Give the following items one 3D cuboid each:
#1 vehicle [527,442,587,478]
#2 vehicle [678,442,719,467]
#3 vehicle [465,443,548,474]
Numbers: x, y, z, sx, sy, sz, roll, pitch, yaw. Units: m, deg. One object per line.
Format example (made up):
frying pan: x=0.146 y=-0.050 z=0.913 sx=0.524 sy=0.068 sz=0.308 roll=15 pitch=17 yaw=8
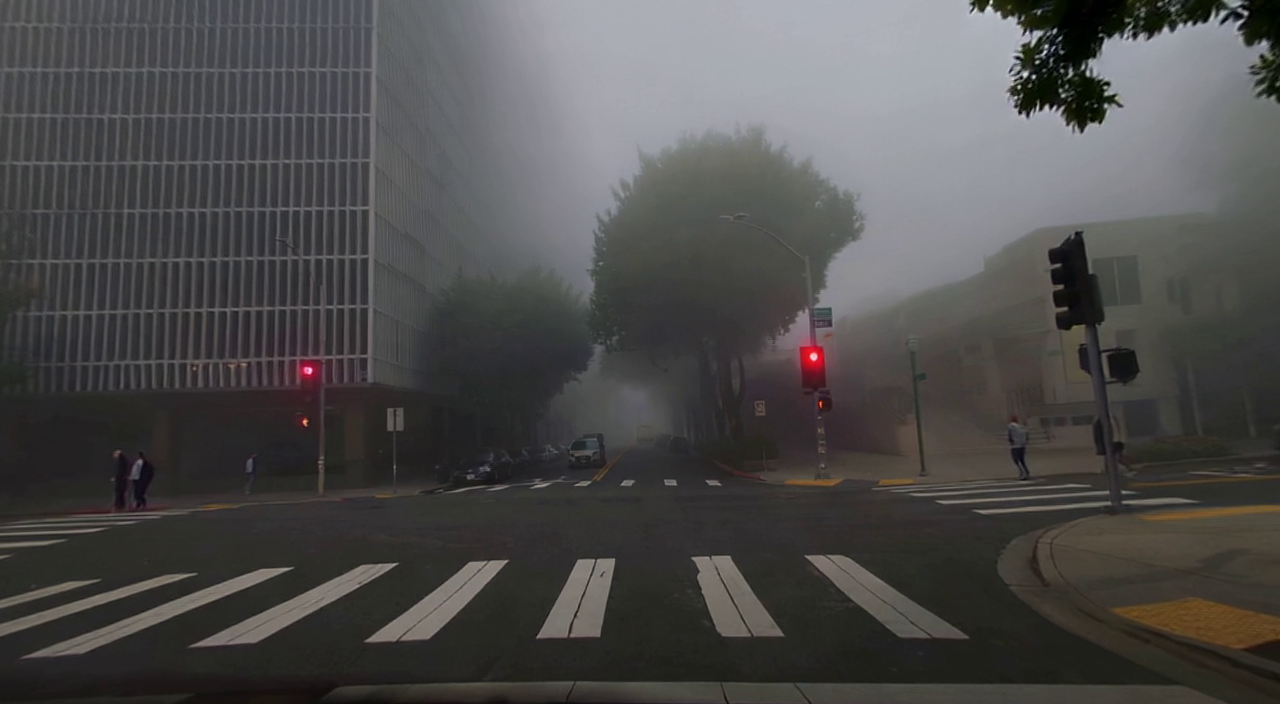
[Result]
vehicle: x=-3.658 y=4.836 z=28.604 sx=1.989 sy=1.481 sz=4.500 roll=0 pitch=-8 yaw=1
vehicle: x=3.549 y=6.280 z=38.871 sx=1.853 sy=1.426 sz=4.160 roll=1 pitch=-8 yaw=-3
vehicle: x=-8.011 y=6.363 z=38.025 sx=4.526 sy=1.726 sz=1.963 roll=8 pitch=-12 yaw=-44
